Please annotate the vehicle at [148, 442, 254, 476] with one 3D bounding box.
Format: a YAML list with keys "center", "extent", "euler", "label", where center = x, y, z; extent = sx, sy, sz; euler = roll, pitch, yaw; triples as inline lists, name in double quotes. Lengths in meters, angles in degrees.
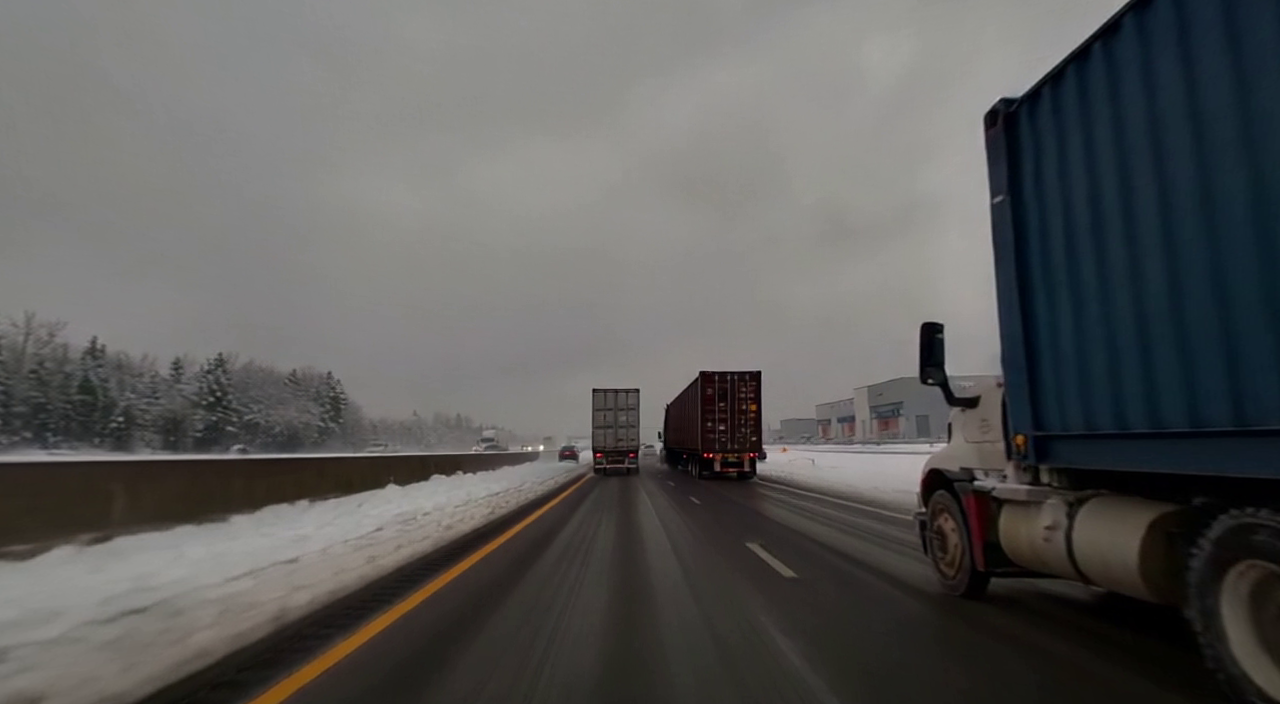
- center: [-20.528, 4.997, 29.853]
  extent: [1.945, 1.458, 4.381]
  euler: [0, -9, -1]
  label: "vehicle"

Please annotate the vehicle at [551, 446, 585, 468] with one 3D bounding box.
- center: [-5.172, 7.555, 45.894]
  extent: [2.138, 1.478, 4.641]
  euler: [0, -9, -2]
  label: "vehicle"

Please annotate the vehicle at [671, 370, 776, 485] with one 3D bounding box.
- center: [3.252, 3.595, 28.854]
  extent: [2.803, 4.072, 12.744]
  euler: [0, -8, -1]
  label: "vehicle"

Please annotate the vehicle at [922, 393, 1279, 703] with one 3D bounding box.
- center: [3.248, 0.958, 2.707]
  extent: [2.073, 1.474, 4.320]
  euler: [0, -8, 0]
  label: "vehicle"

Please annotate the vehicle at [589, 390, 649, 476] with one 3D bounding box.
- center: [-1.132, 4.738, 36.246]
  extent: [2.841, 4.071, 12.046]
  euler: [0, -8, -1]
  label: "vehicle"
